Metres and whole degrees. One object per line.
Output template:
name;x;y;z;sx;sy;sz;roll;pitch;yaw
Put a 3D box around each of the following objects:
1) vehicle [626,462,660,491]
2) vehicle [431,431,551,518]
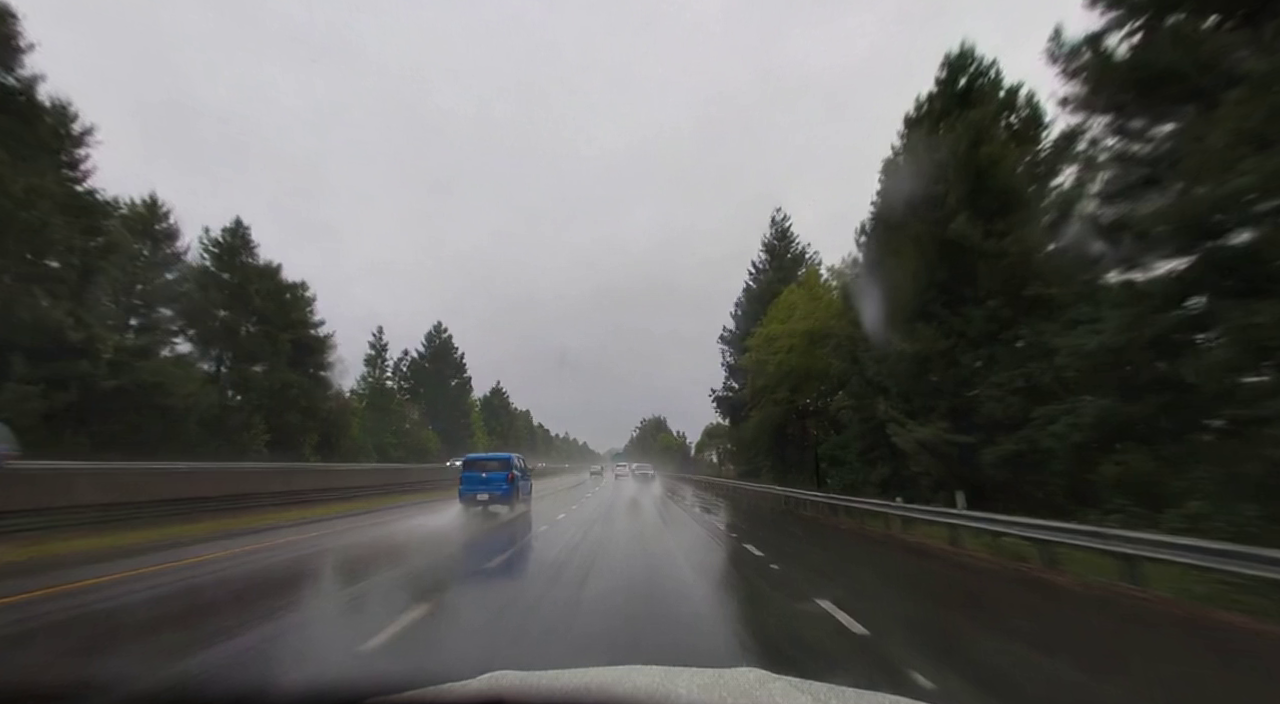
vehicle;0.142;7.301;37.018;1.905;1.559;3.491;1;-10;-1
vehicle;-4.034;3.471;18.075;2.237;2.113;4.815;1;-10;0
